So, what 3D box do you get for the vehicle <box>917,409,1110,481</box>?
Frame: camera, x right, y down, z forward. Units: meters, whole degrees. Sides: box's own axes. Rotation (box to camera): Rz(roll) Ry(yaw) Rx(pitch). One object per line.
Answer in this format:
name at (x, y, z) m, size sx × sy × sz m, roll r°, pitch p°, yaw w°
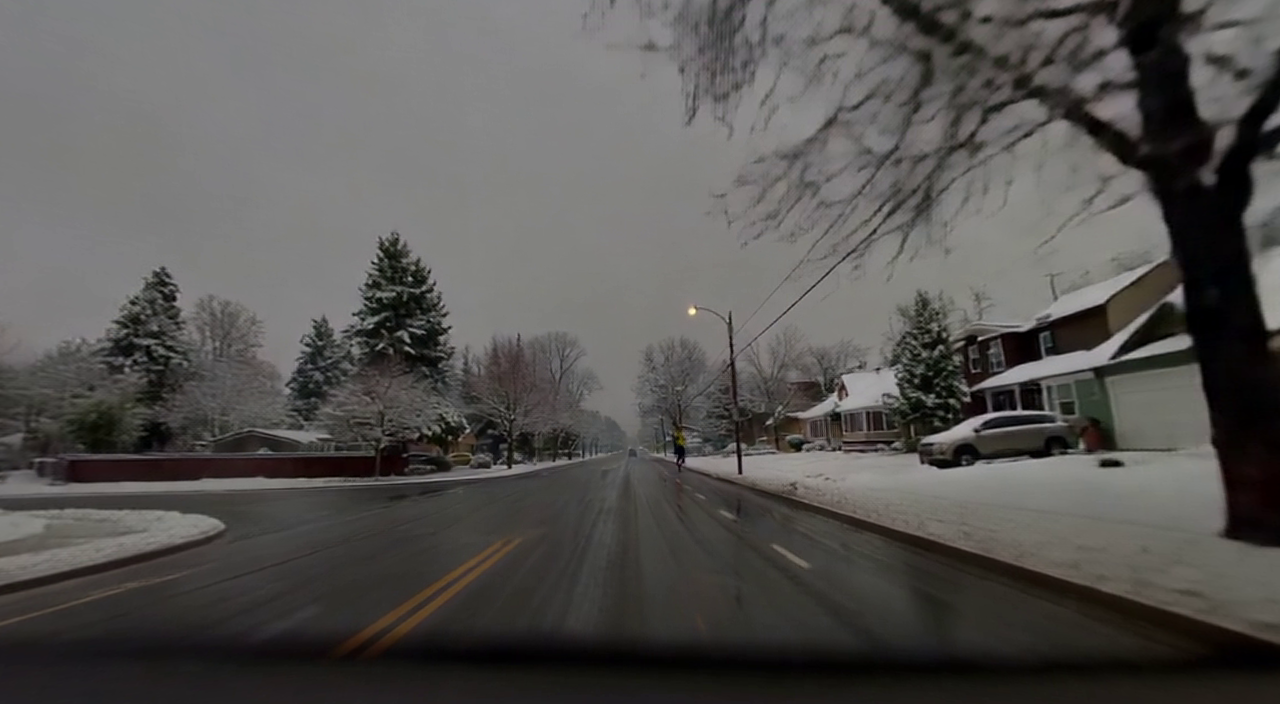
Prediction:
vehicle at (10.318, 2.606, 17.764) m, size 4.146 × 1.866 × 1.897 m, roll -1°, pitch -9°, yaw 6°
